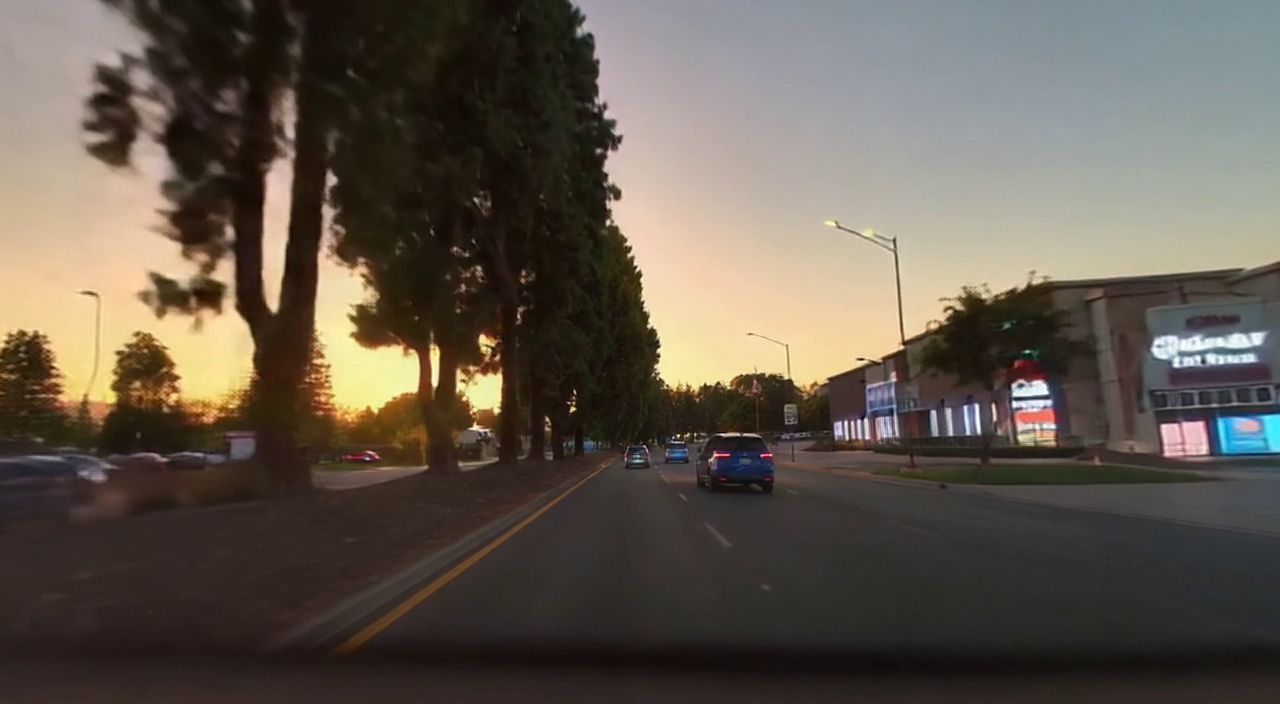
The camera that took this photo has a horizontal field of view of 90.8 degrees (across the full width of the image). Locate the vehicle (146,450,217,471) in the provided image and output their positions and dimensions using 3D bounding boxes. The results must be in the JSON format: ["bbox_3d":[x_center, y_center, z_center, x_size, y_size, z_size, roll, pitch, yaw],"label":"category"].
[{"bbox_3d":[-34.041,8.045,47.043,3.791,1.518,1.807,3,-9,-18],"label":"vehicle"}]

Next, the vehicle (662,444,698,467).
[{"bbox_3d":[2.564,6.718,41.089,1.970,1.402,3.756,0,-9,-2],"label":"vehicle"}]

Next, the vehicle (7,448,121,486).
[{"bbox_3d":[-28.323,5.616,31.253,1.897,1.704,4.153,1,-9,-5],"label":"vehicle"}]

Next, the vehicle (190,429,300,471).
[{"bbox_3d":[-27.133,6.760,43.549,5.905,2.803,2.261,0,-9,-2],"label":"vehicle"}]

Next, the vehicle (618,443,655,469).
[{"bbox_3d":[-0.235,6.217,37.829,2.056,1.440,3.798,0,-9,-1],"label":"vehicle"}]

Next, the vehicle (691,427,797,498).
[{"bbox_3d":[2.867,3.191,18.588,2.140,1.811,4.593,0,-9,-3],"label":"vehicle"}]
